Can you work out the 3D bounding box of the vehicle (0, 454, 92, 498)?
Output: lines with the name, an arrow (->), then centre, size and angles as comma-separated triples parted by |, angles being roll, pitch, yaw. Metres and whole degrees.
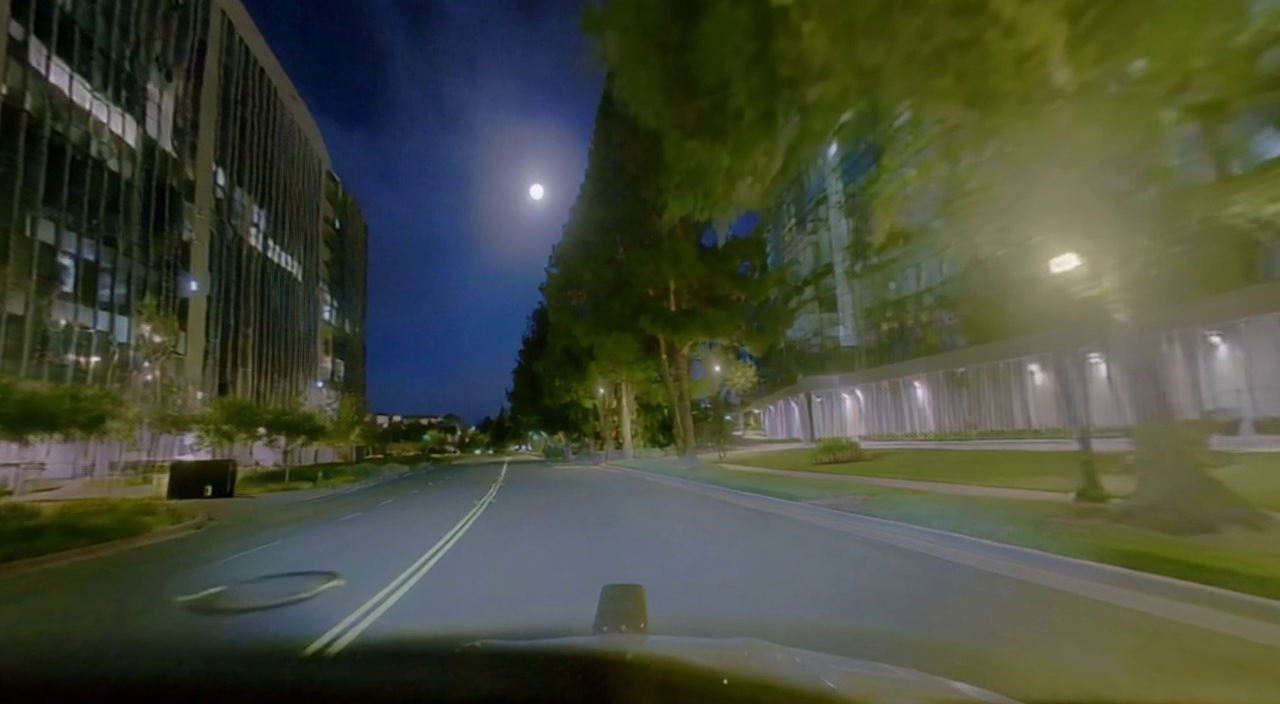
vehicle -> -26.432, 5.272, 27.197 | 1.929, 1.650, 4.638 | 1, -9, -9
